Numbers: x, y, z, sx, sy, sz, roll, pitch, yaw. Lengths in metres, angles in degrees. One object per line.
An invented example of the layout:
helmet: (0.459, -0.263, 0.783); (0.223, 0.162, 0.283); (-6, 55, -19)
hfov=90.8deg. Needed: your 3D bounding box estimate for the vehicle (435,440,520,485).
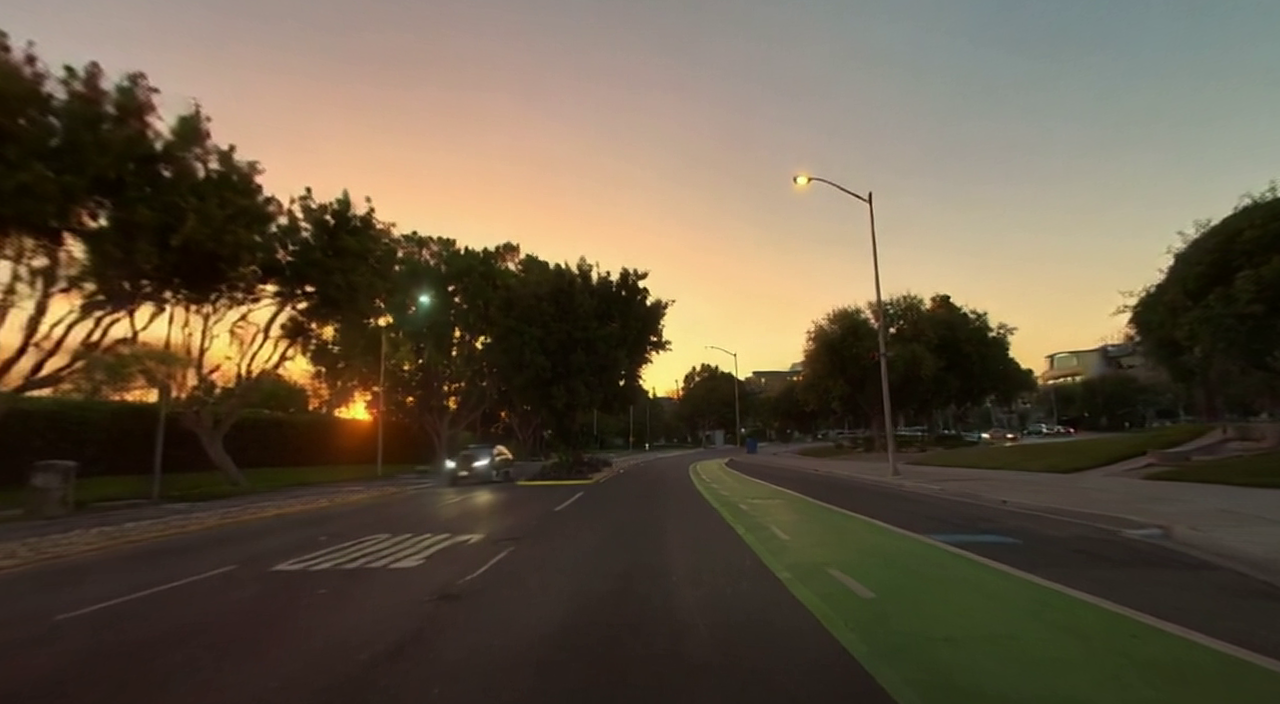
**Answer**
vehicle: (-6.749, 4.631, 26.841); (2.065, 1.744, 4.566); (-1, -9, 5)
